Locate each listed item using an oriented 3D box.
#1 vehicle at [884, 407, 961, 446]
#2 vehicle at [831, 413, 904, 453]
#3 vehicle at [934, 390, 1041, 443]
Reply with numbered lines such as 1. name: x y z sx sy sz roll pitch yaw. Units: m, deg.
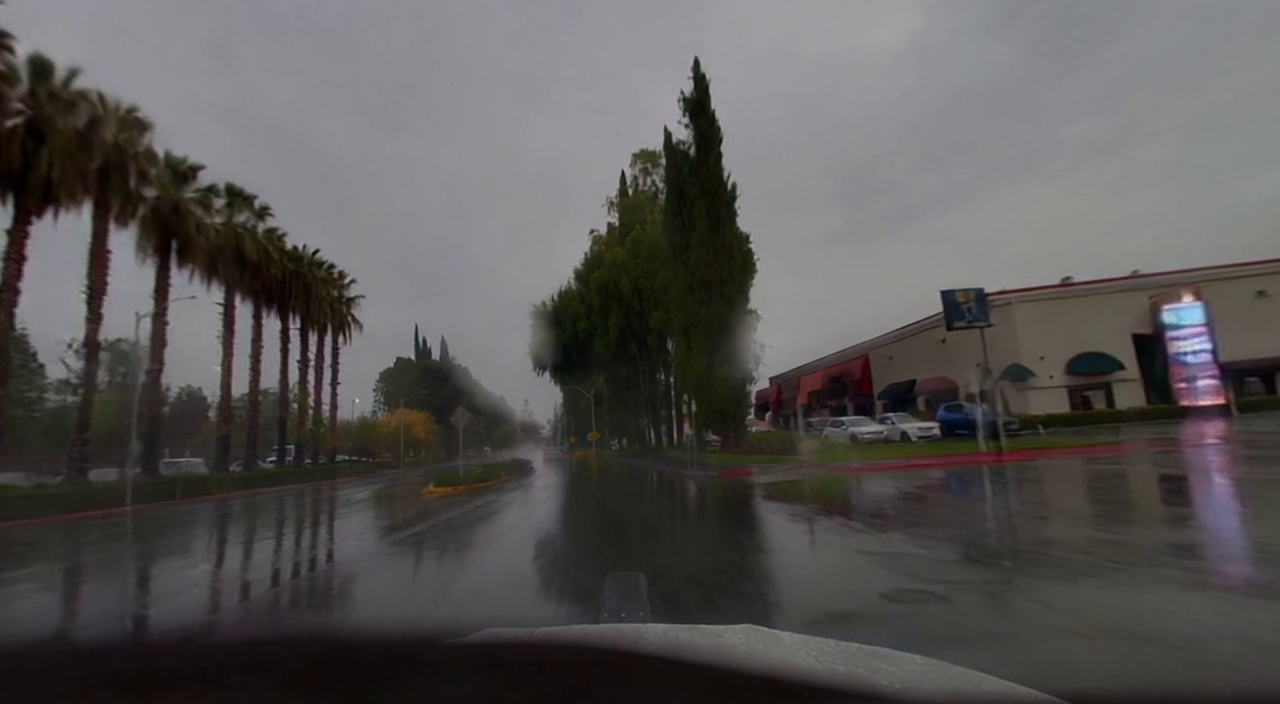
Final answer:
1. vehicle: 13.214 3.586 29.667 2.065 1.687 4.584 -1 -8 8
2. vehicle: 10.630 3.876 29.741 2.196 1.715 4.918 -1 -8 8
3. vehicle: 16.081 3.108 29.463 2.237 1.962 5.424 -9 -9 6
